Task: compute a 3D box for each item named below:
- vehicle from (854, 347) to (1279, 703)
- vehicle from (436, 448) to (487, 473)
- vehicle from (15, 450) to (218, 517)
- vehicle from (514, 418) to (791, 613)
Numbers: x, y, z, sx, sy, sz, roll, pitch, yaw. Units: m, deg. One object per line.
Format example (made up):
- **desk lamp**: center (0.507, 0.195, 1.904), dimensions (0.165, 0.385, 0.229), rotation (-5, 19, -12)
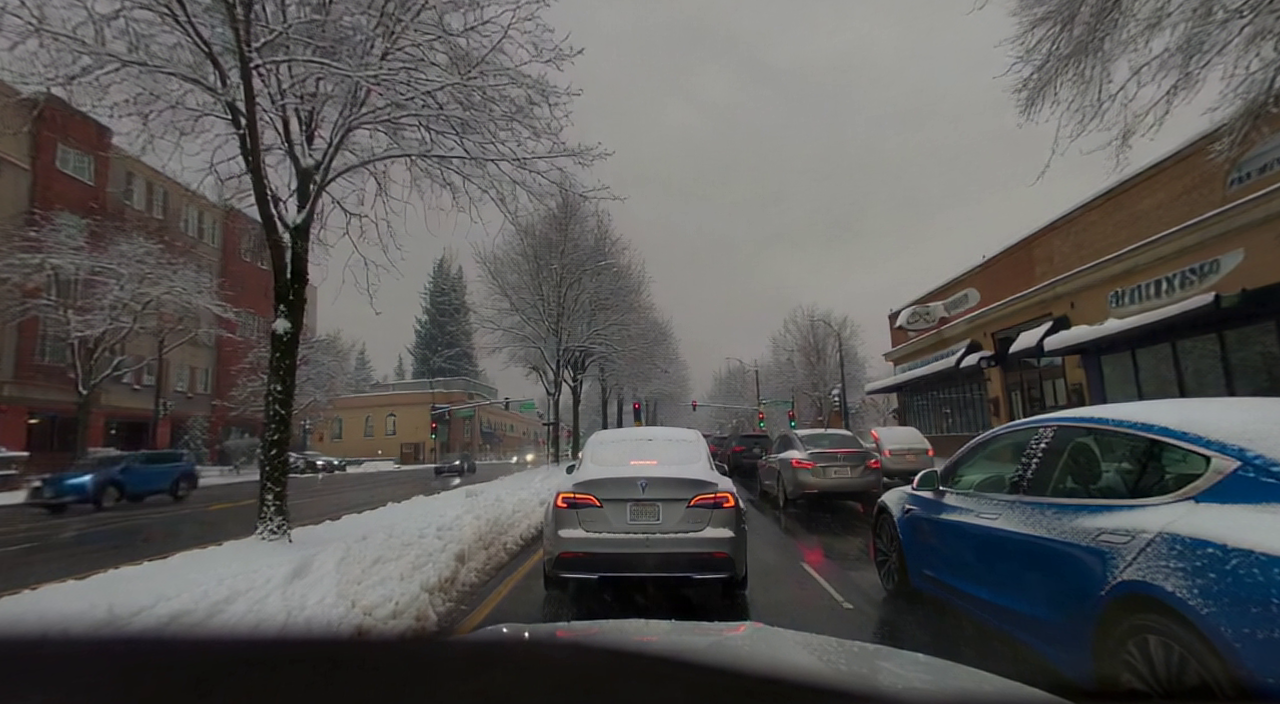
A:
- **vehicle**: center (3.181, 1.096, 4.034), dimensions (2.038, 1.651, 4.455), rotation (0, -8, 0)
- **vehicle**: center (-11.438, 6.961, 40.696), dimensions (1.892, 1.479, 4.355), rotation (-1, -8, 3)
- **vehicle**: center (-14.902, 3.714, 18.387), dimensions (2.005, 1.630, 4.556), rotation (0, -8, 0)
- **vehicle**: center (0.105, 1.556, 6.912), dimensions (2.137, 1.488, 3.938), rotation (0, -8, 0)
